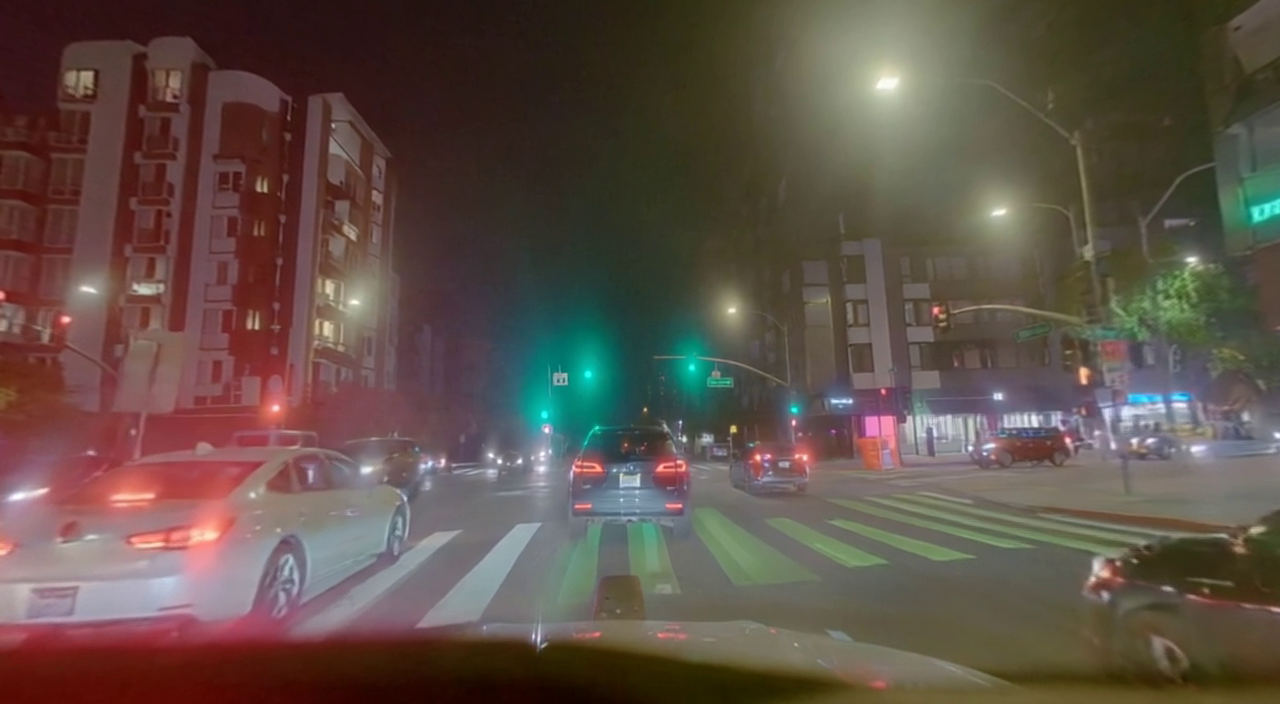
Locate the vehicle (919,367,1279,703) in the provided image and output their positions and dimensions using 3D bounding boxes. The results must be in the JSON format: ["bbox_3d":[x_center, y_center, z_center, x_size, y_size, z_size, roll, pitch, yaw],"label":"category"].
[{"bbox_3d":[3.160,0.948,2.792,1.906,1.608,4.137,0,-8,-1],"label":"vehicle"}]

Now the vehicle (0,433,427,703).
[{"bbox_3d":[-3.758,1.532,5.695,2.055,1.488,4.733,0,-8,0],"label":"vehicle"}]

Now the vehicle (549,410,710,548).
[{"bbox_3d":[-0.156,2.138,11.403,2.206,1.858,5.332,0,-8,0],"label":"vehicle"}]
